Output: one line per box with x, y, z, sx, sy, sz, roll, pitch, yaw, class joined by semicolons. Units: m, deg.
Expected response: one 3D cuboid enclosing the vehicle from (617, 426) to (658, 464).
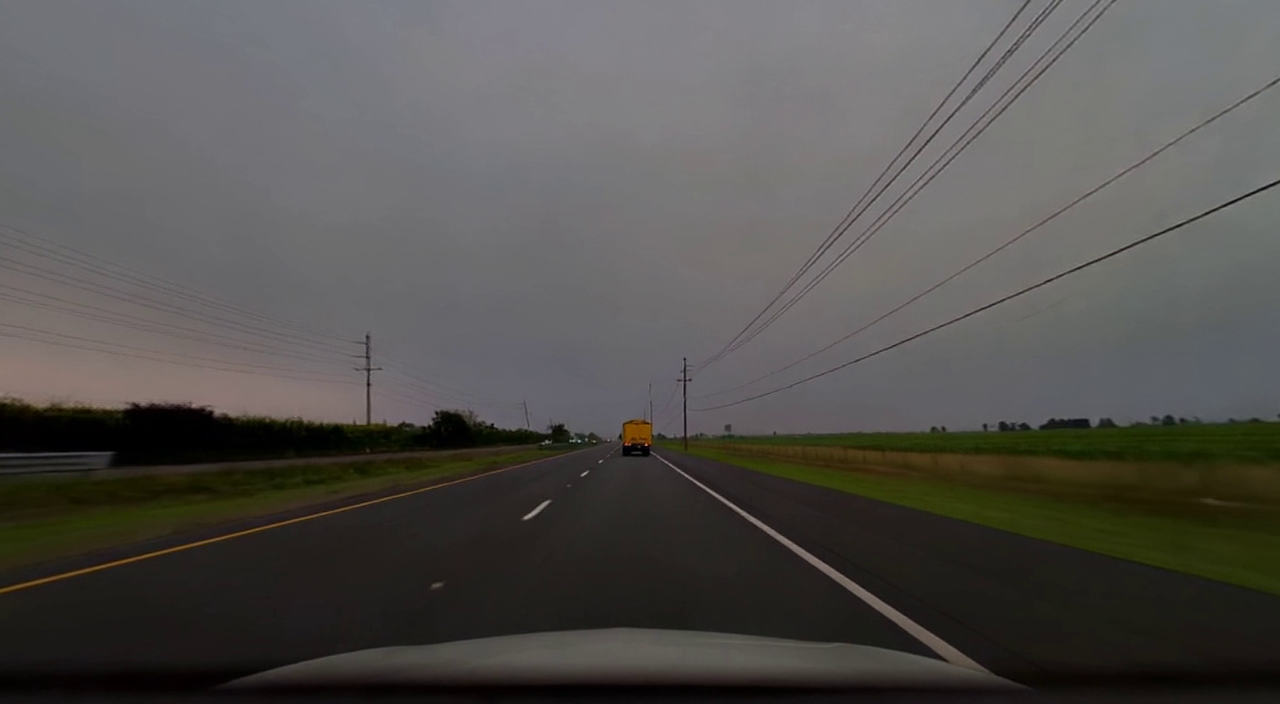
-0.216;5.544;37.612;2.240;2.129;4.480;0;-8;-2;vehicle
